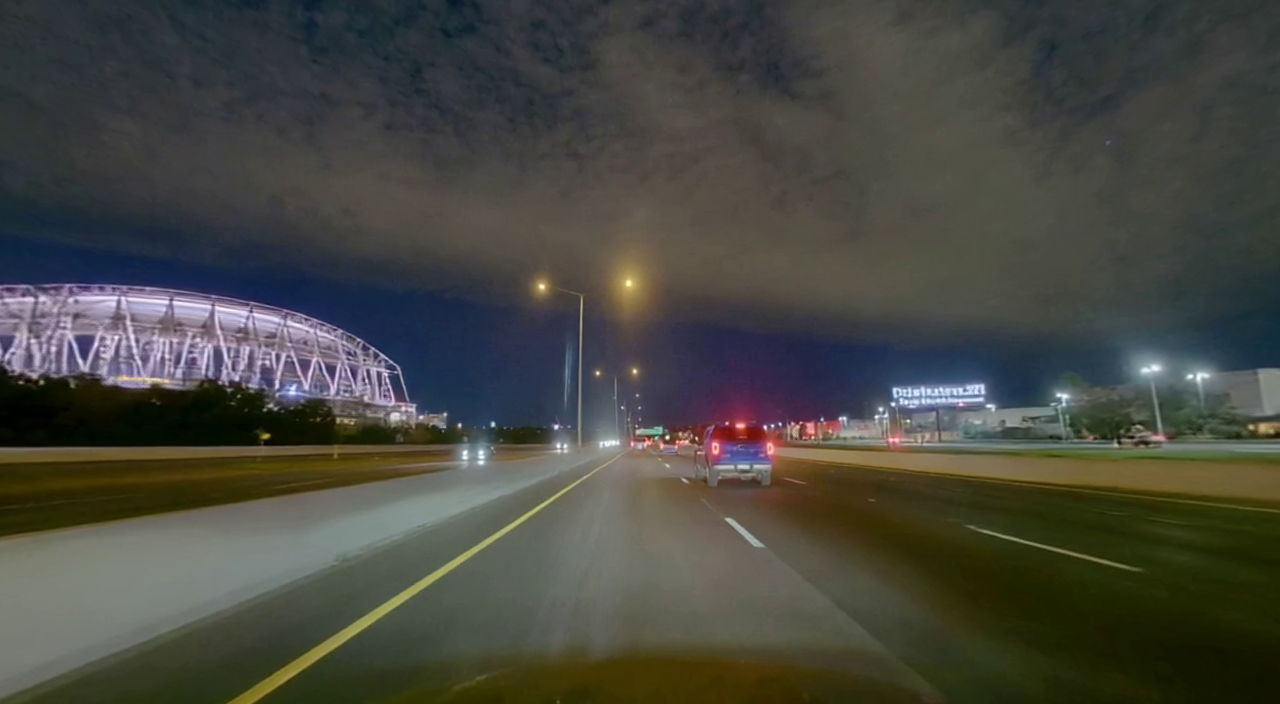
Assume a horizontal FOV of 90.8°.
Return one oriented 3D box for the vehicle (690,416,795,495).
[{"bbox_3d":[2.832,3.036,18.776,2.199,2.002,4.970,0,-8,-1],"label":"vehicle"}]
